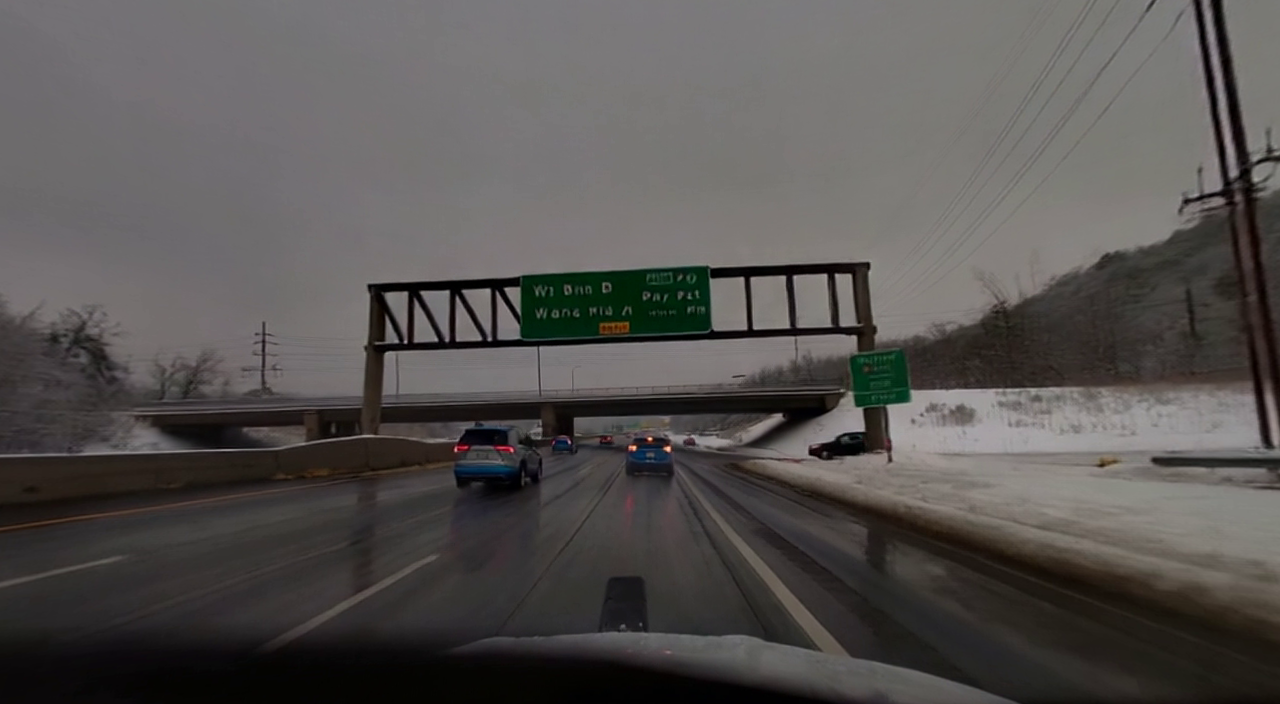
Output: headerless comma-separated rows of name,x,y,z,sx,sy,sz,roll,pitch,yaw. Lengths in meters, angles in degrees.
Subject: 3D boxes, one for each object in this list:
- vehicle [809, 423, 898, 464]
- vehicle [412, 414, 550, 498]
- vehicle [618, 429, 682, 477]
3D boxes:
vehicle,14.608,6.380,43.729,2.571,2.571,6.876,2,-9,-12
vehicle,-3.884,2.680,16.498,2.228,1.845,4.847,-1,-8,2
vehicle,0.401,3.776,23.729,2.193,1.651,3.946,-1,-8,2
